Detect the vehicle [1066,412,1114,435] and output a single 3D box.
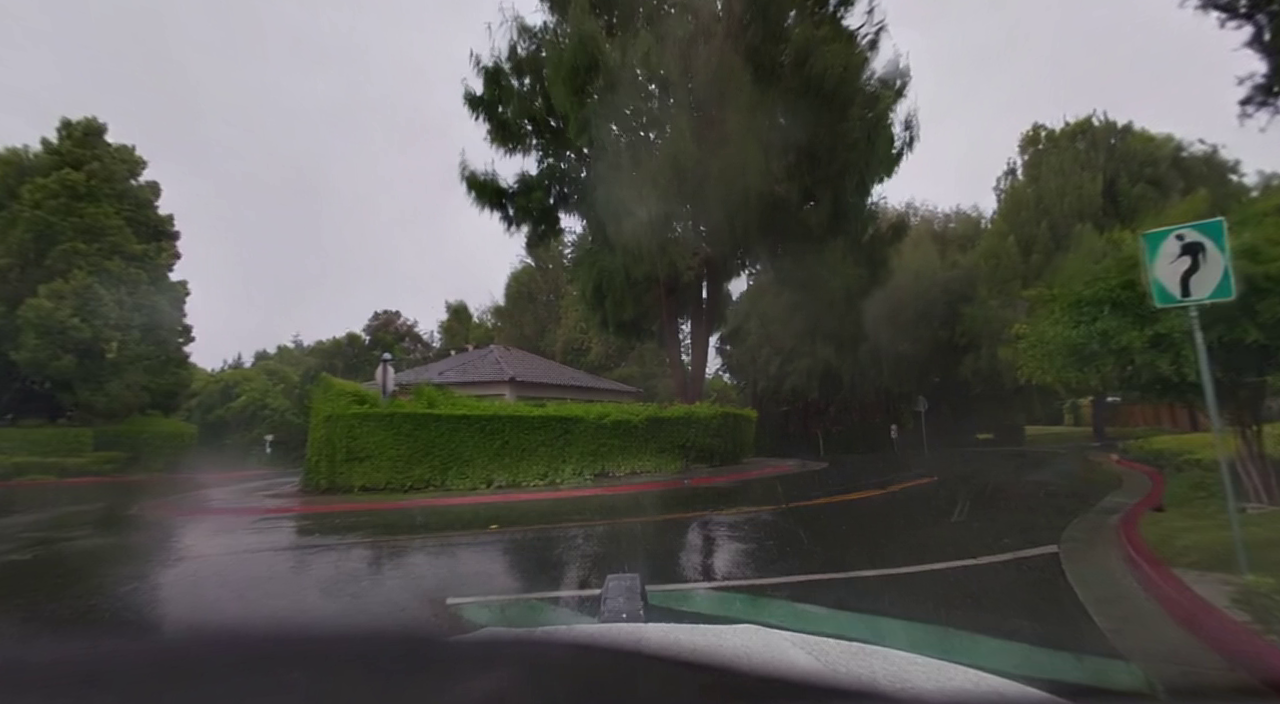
[{"bbox_3d":[32.213,5.095,45.222,1.802,1.548,3.501,-3,-6,20],"label":"vehicle"}]
